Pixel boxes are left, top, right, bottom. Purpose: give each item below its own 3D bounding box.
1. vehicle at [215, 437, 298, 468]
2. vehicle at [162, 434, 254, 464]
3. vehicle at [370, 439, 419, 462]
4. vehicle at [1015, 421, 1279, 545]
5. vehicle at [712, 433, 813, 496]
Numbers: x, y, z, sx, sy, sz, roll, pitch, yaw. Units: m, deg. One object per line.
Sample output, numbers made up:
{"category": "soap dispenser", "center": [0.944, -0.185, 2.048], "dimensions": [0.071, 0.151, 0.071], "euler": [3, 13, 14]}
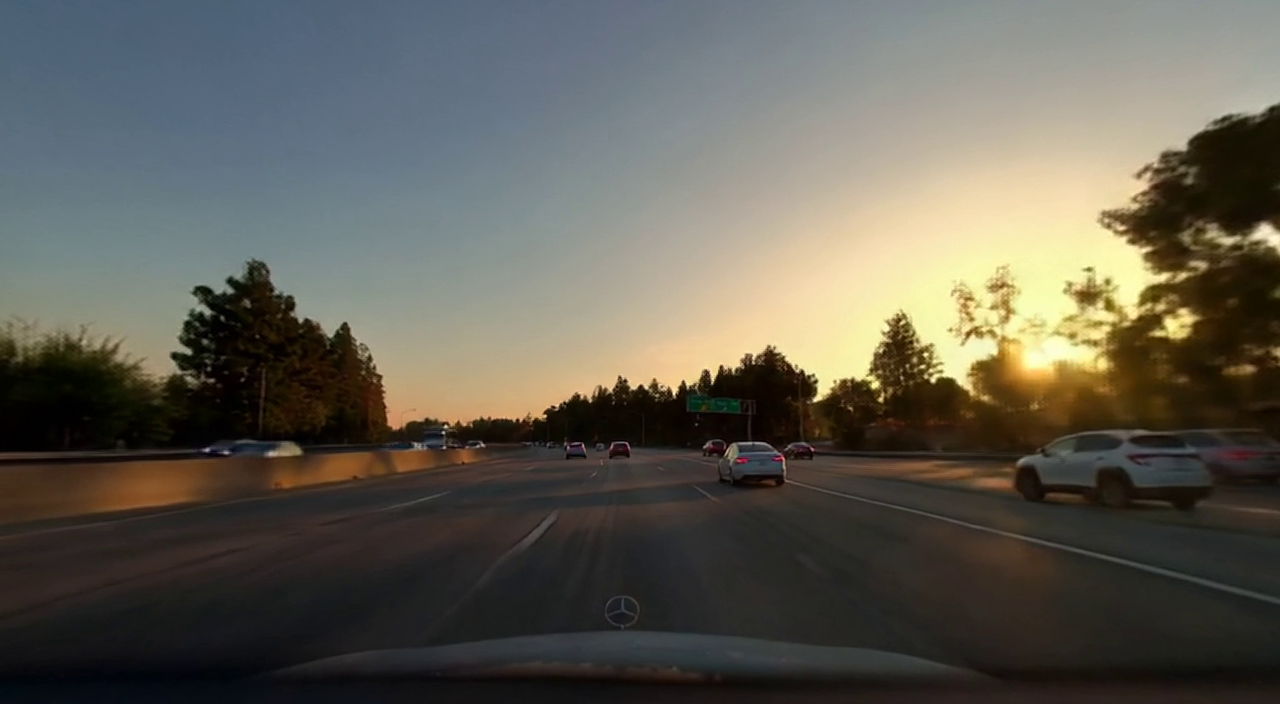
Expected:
{"category": "vehicle", "center": [-21.310, 5.602, 35.200], "dimensions": [1.970, 1.632, 4.332], "euler": [0, -9, -2]}
{"category": "vehicle", "center": [-28.290, 6.374, 41.536], "dimensions": [2.163, 1.813, 5.608], "euler": [0, -9, -2]}
{"category": "vehicle", "center": [-17.842, 7.185, 45.962], "dimensions": [1.921, 1.515, 4.417], "euler": [0, -9, -2]}
{"category": "vehicle", "center": [8.886, 2.100, 10.777], "dimensions": [1.909, 1.634, 4.739], "euler": [0, -9, -1]}
{"category": "vehicle", "center": [3.289, 3.126, 17.730], "dimensions": [1.975, 1.562, 3.823], "euler": [0, -9, -1]}
